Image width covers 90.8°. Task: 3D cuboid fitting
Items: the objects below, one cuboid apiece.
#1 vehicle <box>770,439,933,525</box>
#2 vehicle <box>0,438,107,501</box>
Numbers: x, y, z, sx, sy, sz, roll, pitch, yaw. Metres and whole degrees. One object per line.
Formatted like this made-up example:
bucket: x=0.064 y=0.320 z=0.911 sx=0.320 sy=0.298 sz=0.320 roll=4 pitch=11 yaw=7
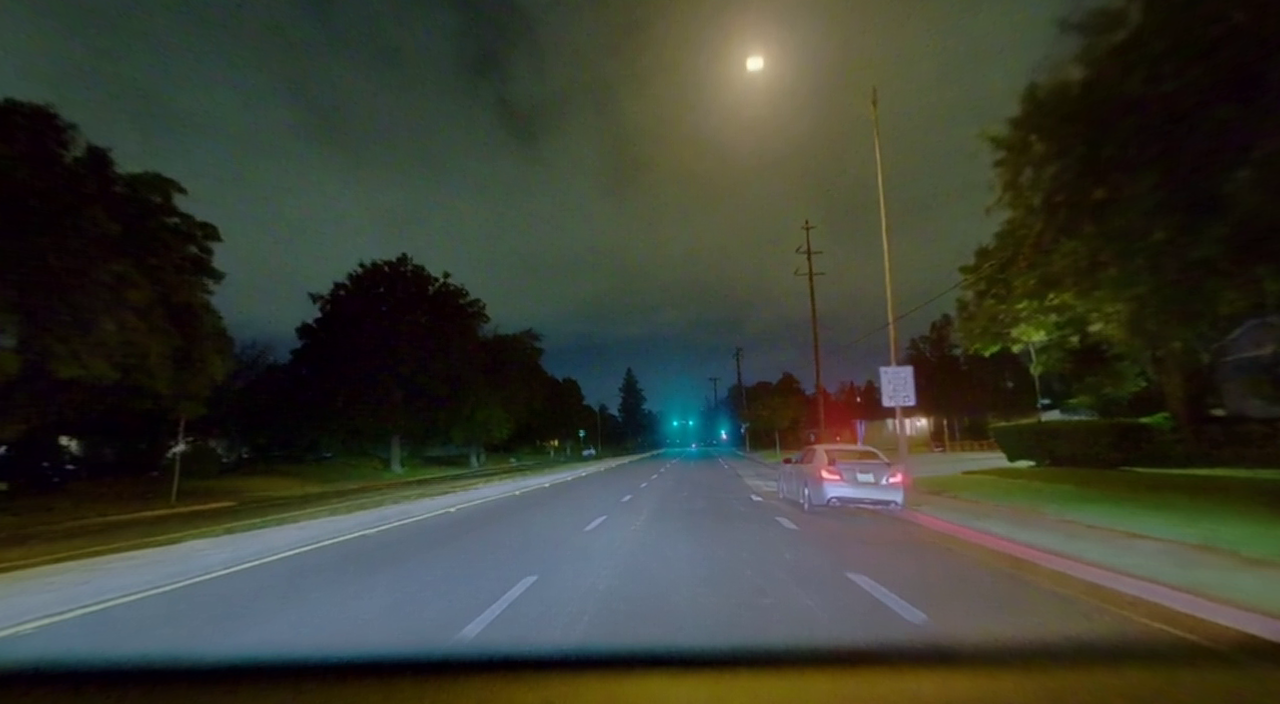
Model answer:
vehicle: x=4.123 y=2.576 z=13.248 sx=1.993 sy=1.457 sz=4.599 roll=-1 pitch=-8 yaw=3
vehicle: x=-22.477 y=4.145 z=22.429 sx=5.134 sy=2.110 sz=2.040 roll=0 pitch=-8 yaw=0
